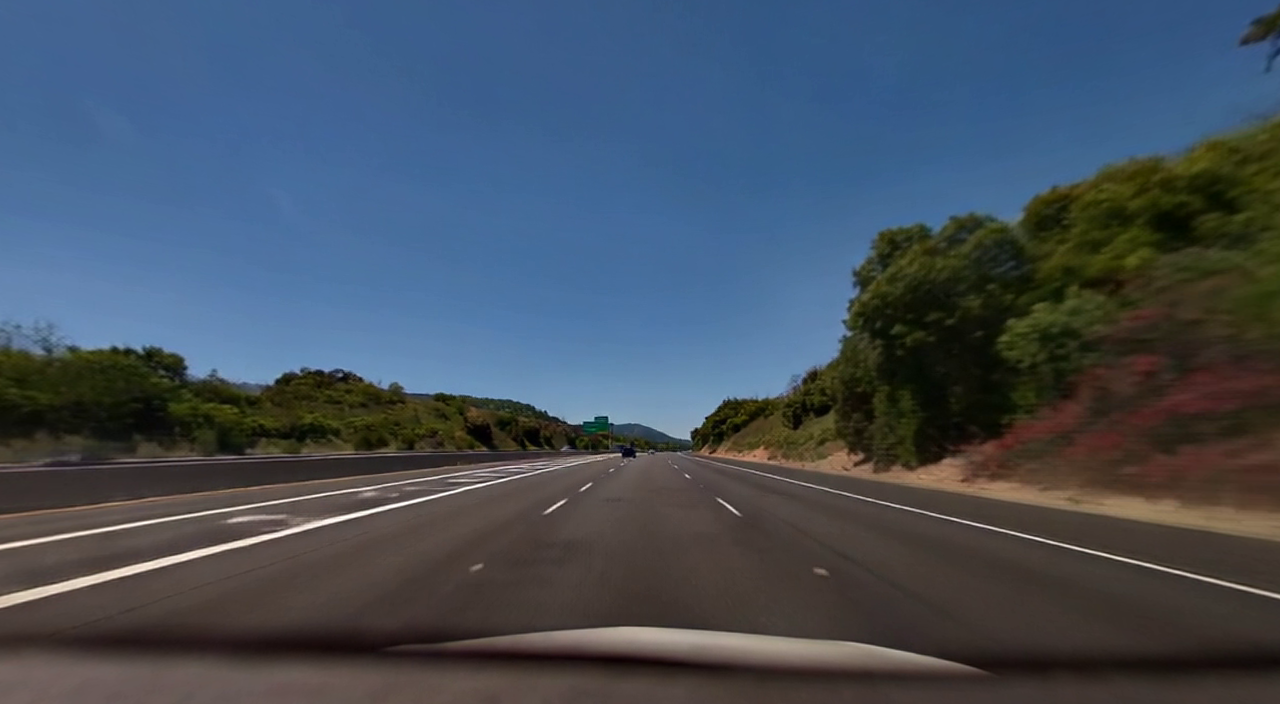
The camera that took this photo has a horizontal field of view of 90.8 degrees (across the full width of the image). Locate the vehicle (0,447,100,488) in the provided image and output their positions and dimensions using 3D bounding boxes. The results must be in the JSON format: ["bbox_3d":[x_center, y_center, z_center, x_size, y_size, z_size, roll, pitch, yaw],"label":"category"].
[{"bbox_3d":[-24.372,4.507,24.934,1.865,1.477,4.767,0,-8,0],"label":"vehicle"}]
